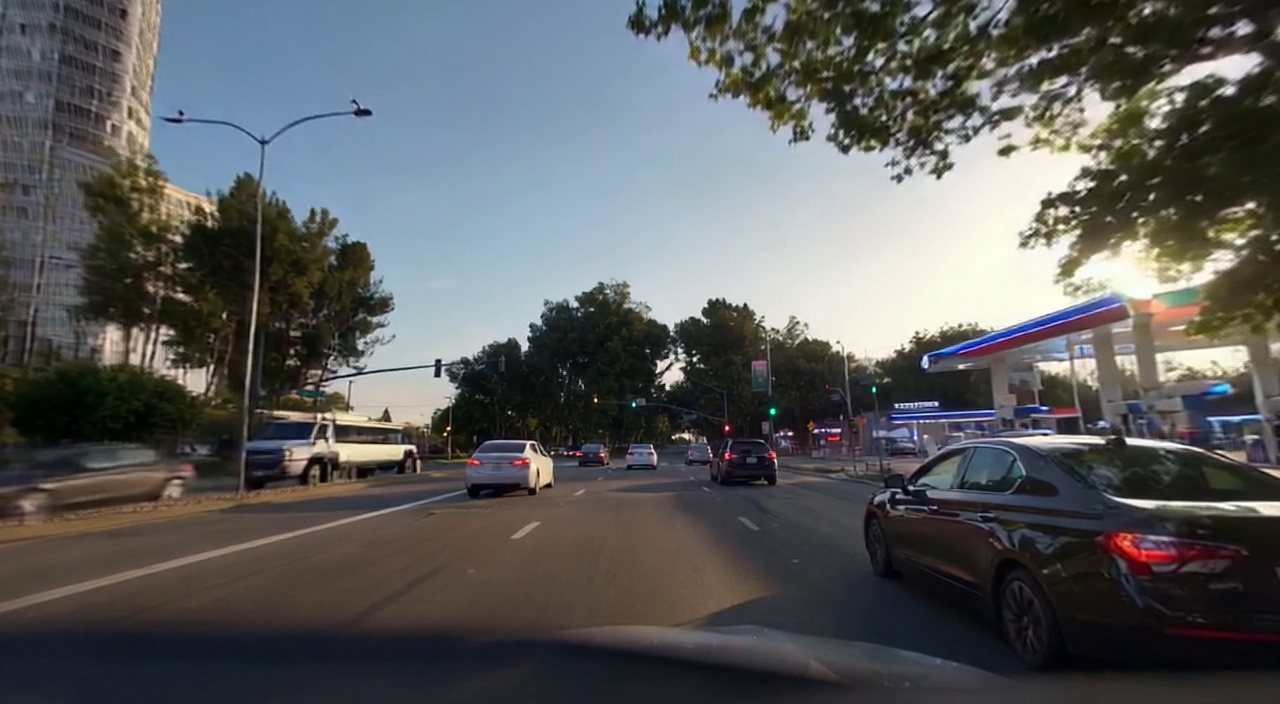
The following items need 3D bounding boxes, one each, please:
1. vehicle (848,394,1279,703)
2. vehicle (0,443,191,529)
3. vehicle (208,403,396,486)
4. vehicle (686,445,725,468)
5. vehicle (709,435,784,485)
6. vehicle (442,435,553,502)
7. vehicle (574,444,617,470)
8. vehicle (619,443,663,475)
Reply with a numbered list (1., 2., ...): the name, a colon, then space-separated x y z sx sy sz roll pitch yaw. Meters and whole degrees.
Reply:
1. vehicle: 3.456 1.266 4.839 2.038 1.499 4.868 0 -8 0
2. vehicle: -12.268 2.711 13.450 2.013 1.501 4.484 0 -8 1
3. vehicle: -15.819 4.550 31.000 3.228 3.319 10.706 0 -8 0
4. vehicle: 4.254 6.827 41.412 2.174 1.462 4.400 0 -8 1
5. vehicle: 3.852 3.994 23.546 2.022 1.683 4.171 0 -8 0
6. vehicle: -3.761 3.135 17.440 2.023 1.607 4.086 -1 -8 2
7. vehicle: -2.660 6.343 38.334 2.192 1.463 4.211 -1 -8 2
8. vehicle: 0.077 5.463 32.430 2.104 1.477 4.591 0 -8 1
